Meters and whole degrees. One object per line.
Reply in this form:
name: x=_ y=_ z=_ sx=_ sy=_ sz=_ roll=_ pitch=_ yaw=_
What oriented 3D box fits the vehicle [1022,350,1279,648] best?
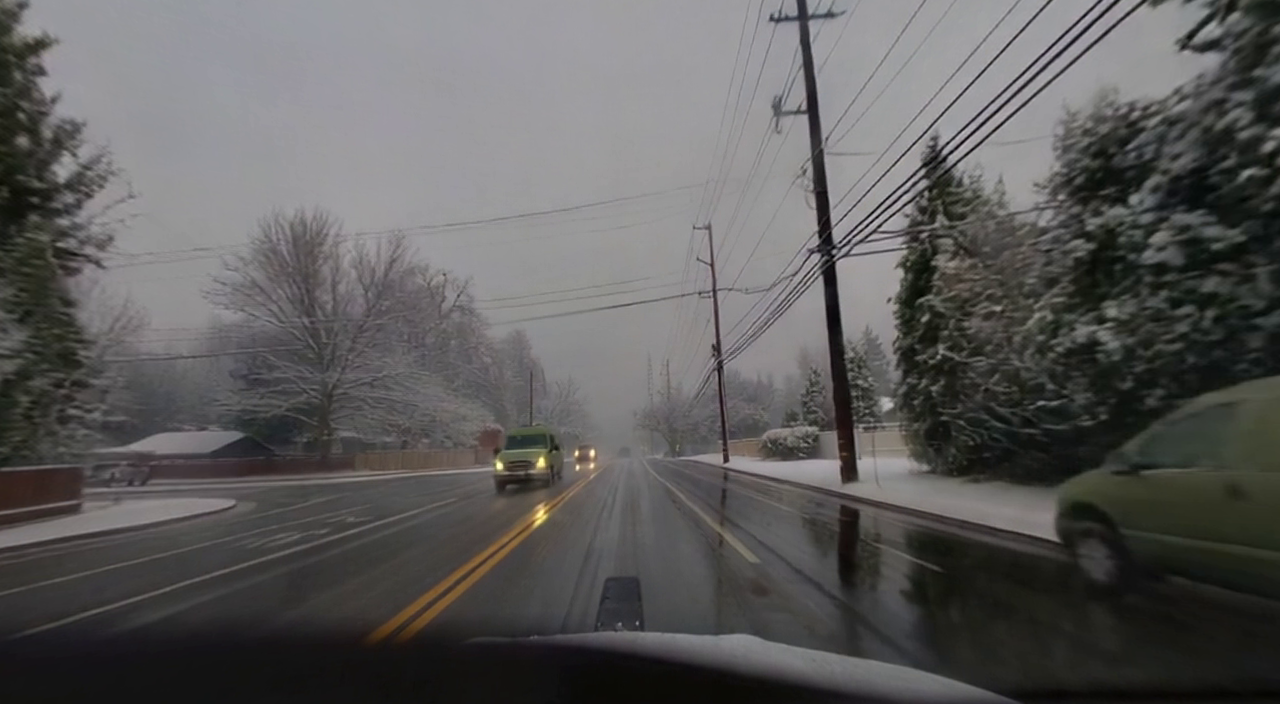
vehicle: x=5.449 y=1.007 z=4.347 sx=2.238 sy=1.995 sz=5.491 roll=0 pitch=-9 yaw=1

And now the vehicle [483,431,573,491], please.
vehicle: x=-3.839 y=3.849 z=22.731 sx=2.357 sy=1.893 sz=5.084 roll=0 pitch=-9 yaw=-1

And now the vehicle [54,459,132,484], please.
vehicle: x=-37.026 y=8.090 z=42.880 sx=1.669 sy=1.429 sz=4.145 roll=-2 pitch=-8 yaw=-1
